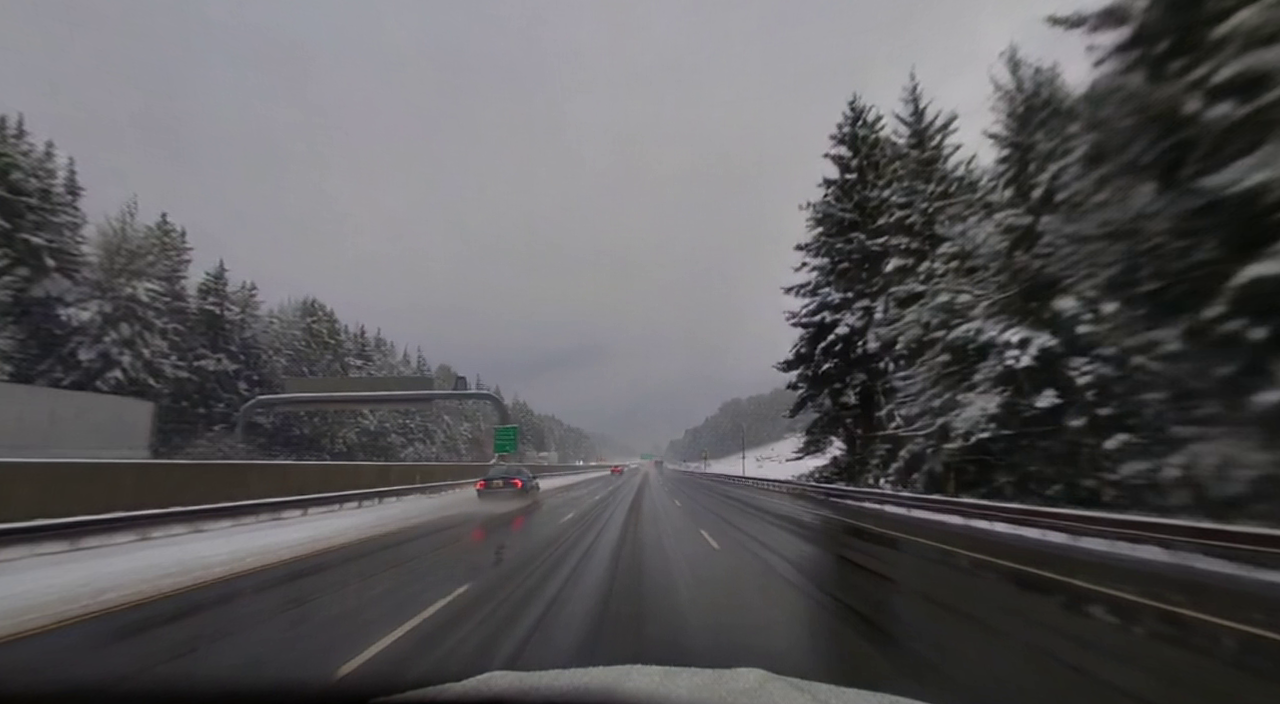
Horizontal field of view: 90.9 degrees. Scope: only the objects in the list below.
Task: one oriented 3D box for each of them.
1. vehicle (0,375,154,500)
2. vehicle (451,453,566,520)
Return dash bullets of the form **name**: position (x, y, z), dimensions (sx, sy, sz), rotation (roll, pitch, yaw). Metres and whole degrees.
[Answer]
- **vehicle**: position (-23.103, 2.810, 20.861), dimensions (2.840, 4.164, 13.969), rotation (1, -10, 0)
- **vehicle**: position (-3.387, 3.611, 17.298), dimensions (2.039, 1.505, 4.843), rotation (1, -10, 0)
